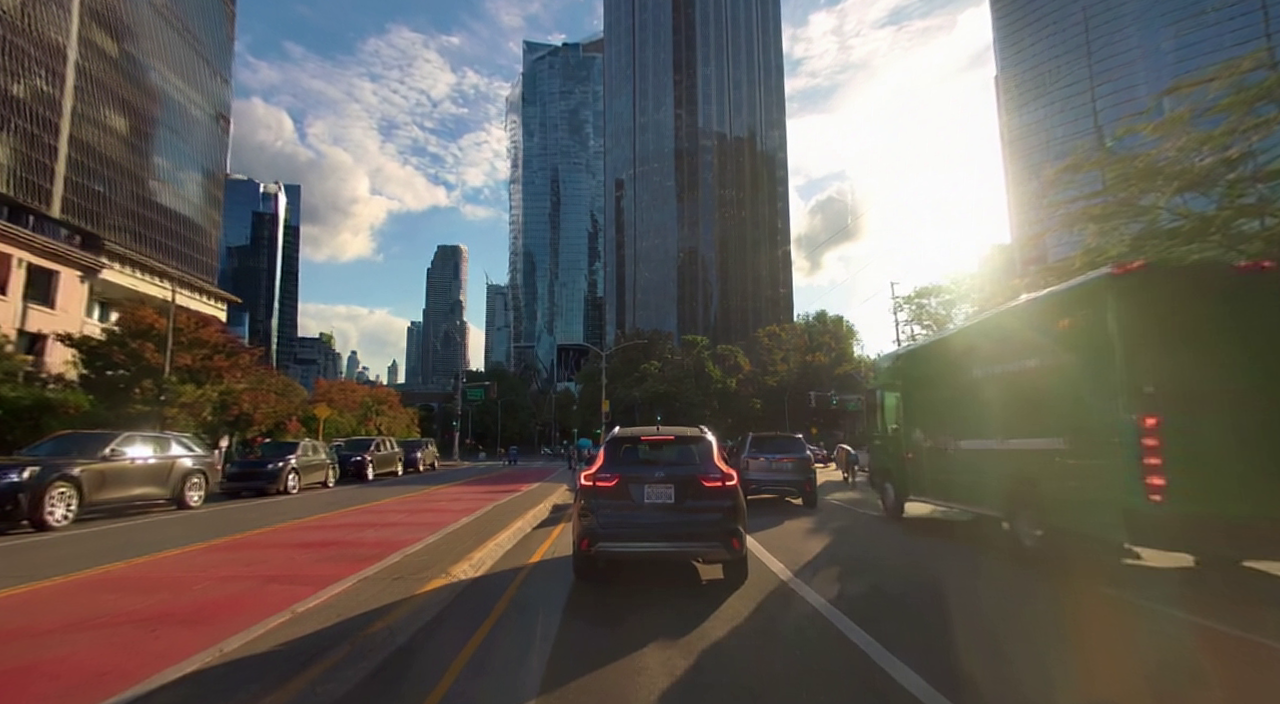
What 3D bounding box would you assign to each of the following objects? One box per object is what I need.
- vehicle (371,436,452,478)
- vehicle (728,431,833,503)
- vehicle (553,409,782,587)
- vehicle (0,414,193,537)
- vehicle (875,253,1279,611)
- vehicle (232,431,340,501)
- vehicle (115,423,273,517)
[{"bbox_3d":[-11.659,5.405,32.754,2.338,1.963,5.740,0,-8,-3],"label":"vehicle"},{"bbox_3d":[3.850,3.236,18.255,2.143,1.793,4.763,0,-8,3],"label":"vehicle"},{"bbox_3d":[0.324,1.713,8.232,2.192,1.695,4.142,0,-8,2],"label":"vehicle"},{"bbox_3d":[-10.332,2.220,11.825,1.543,1.946,3.454,1,-9,-5],"label":"vehicle"},{"bbox_3d":[6.310,1.194,9.281,3.113,3.116,7.650,-1,-8,3],"label":"vehicle"},{"bbox_3d":[-10.967,3.510,19.850,1.559,1.973,3.419,1,-8,-4],"label":"vehicle"},{"bbox_3d":[-10.667,2.816,15.434,1.482,2.019,3.297,0,-8,-3],"label":"vehicle"}]
